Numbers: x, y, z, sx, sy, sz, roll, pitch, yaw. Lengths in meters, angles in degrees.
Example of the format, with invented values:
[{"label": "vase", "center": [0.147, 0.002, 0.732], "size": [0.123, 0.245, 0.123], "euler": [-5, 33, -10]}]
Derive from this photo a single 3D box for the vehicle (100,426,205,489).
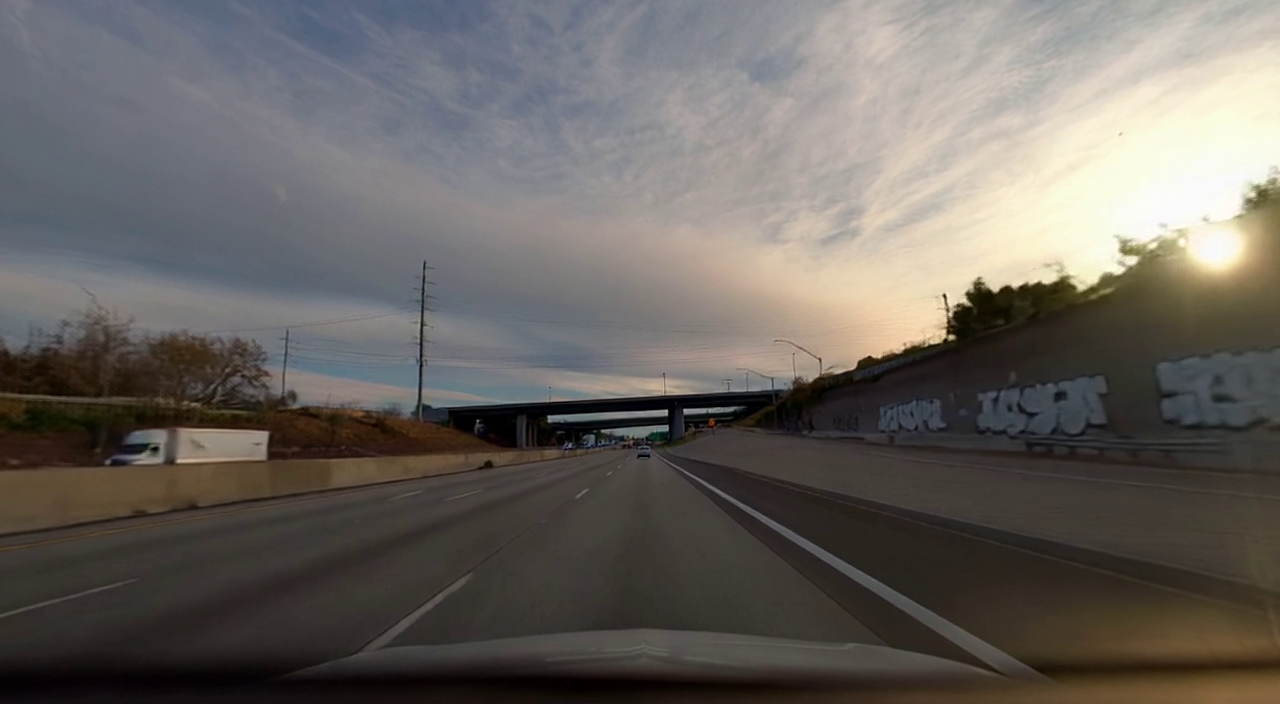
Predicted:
[{"label": "vehicle", "center": [-33.281, 7.190, 43.330], "size": [2.901, 3.943, 6.001], "euler": [1, -9, -9]}]
